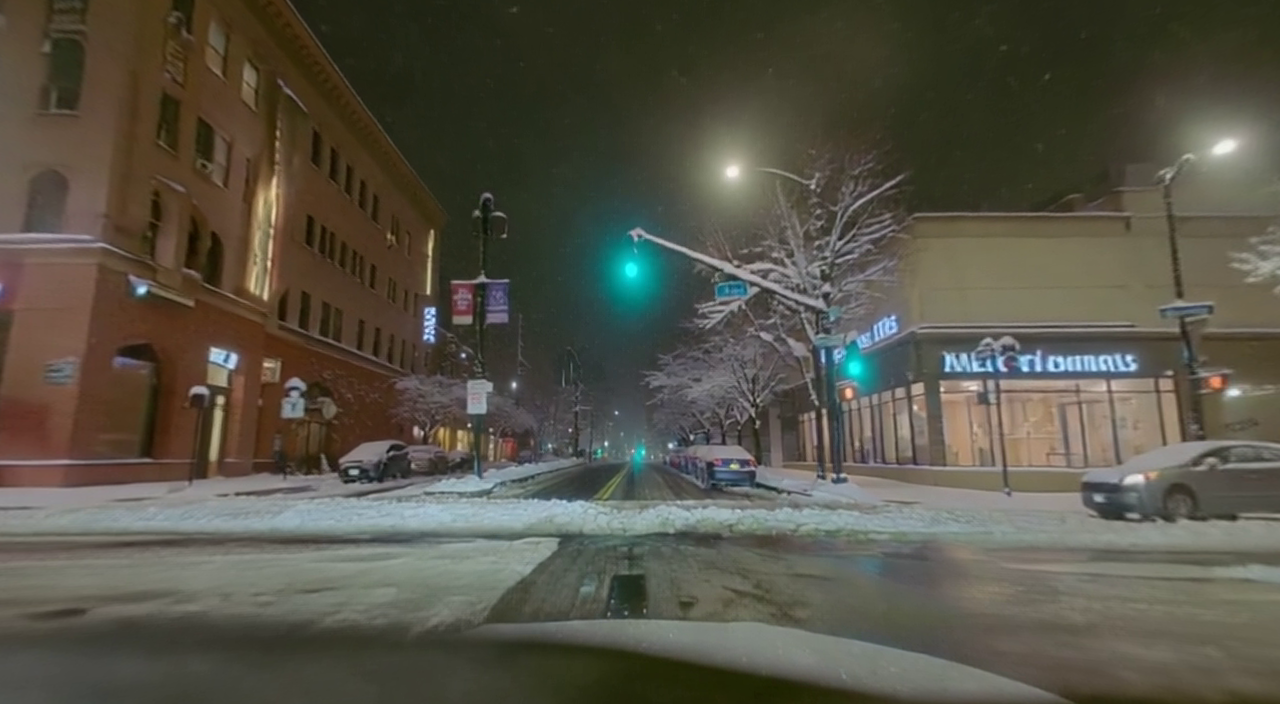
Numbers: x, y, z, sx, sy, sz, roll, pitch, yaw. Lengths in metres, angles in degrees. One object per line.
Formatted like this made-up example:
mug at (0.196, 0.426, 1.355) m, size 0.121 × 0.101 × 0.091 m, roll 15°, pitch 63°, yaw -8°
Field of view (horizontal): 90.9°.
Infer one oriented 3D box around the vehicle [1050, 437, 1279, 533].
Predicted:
vehicle at (10.175, 2.274, 11.186) m, size 4.330 × 1.517 × 2.045 m, roll 0°, pitch -7°, yaw 0°

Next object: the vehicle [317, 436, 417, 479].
vehicle at (-12.410, 4.696, 28.548) m, size 4.447 × 1.790 × 2.206 m, roll -6°, pitch -9°, yaw 38°

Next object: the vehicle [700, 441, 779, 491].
vehicle at (3.427, 4.013, 22.643) m, size 2.120 × 1.560 × 4.402 m, roll 0°, pitch -7°, yaw 0°
